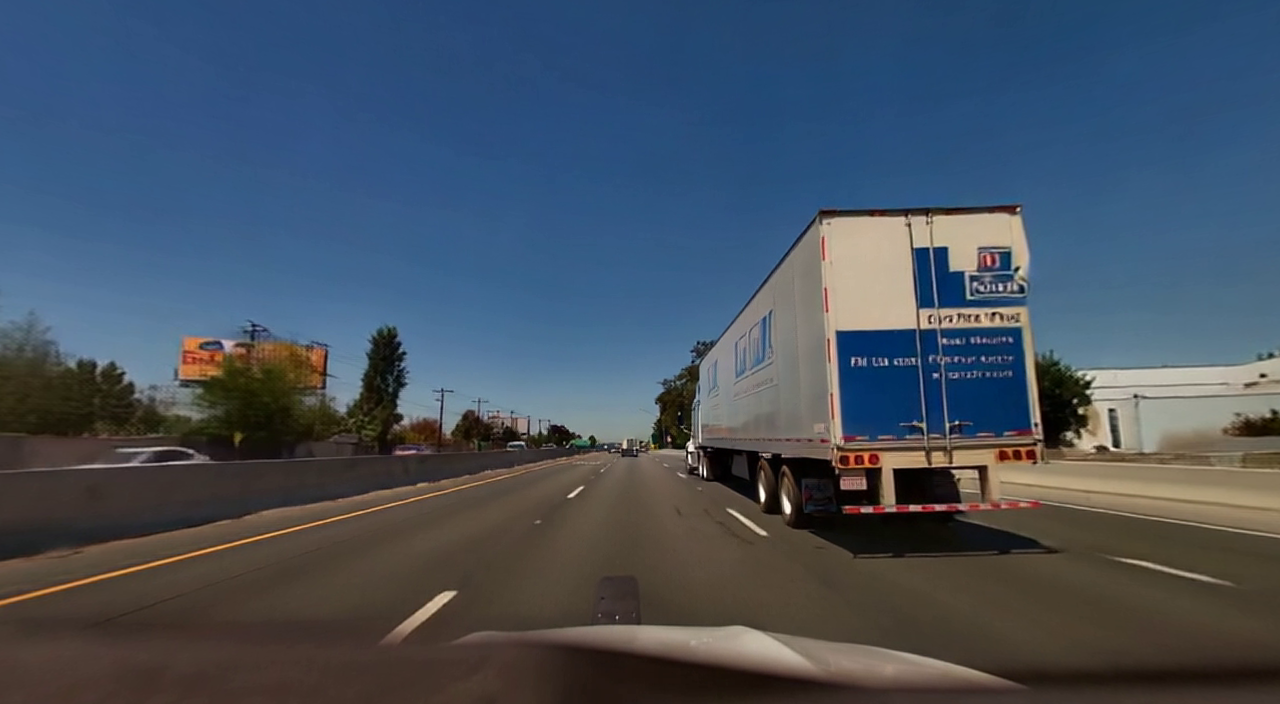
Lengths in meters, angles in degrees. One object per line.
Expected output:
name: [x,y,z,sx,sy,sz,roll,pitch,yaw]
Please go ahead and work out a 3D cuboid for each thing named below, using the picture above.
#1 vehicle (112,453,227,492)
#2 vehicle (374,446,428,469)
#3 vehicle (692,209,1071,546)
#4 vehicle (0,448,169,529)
vehicle: [-18.379,4.694,24.882,1.790,1.357,3.540,0,-9,0]
vehicle: [-15.056,6.666,40.023,1.825,1.400,3.849,0,-9,1]
vehicle: [3.746,1.525,16.675,2.891,4.387,17.121,0,-9,-1]
vehicle: [-10.864,2.472,11.947,1.423,1.311,3.159,0,-9,0]
